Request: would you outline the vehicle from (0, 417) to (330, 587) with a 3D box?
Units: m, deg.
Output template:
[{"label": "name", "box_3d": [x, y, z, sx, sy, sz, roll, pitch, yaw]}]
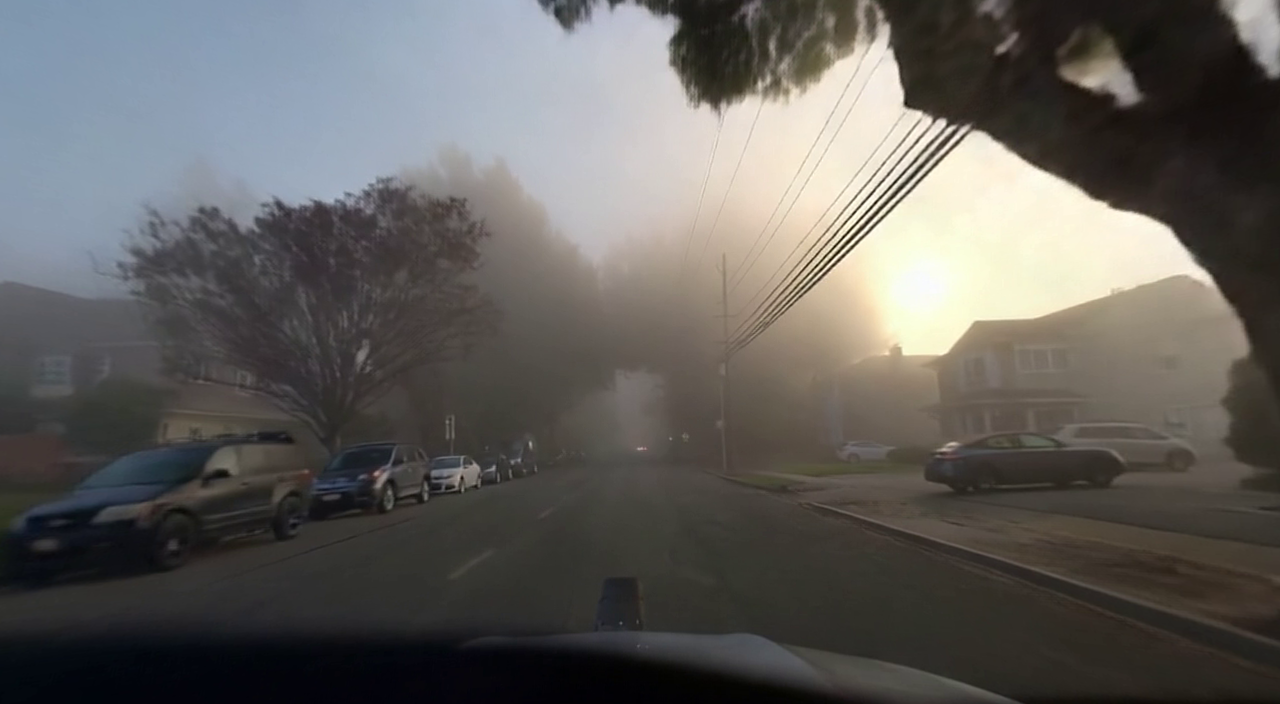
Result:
[{"label": "vehicle", "box_3d": [-6.645, 2.005, 9.212, 1.922, 1.801, 4.516, -2, -9, 0]}]

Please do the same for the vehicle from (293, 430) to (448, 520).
[{"label": "vehicle", "box_3d": [-6.478, 3.036, 15.899, 1.941, 1.832, 4.666, -2, -10, -1]}]

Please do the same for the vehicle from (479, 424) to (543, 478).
[{"label": "vehicle", "box_3d": [-7.009, 5.509, 35.100, 2.439, 2.724, 5.647, -1, -9, -1]}]

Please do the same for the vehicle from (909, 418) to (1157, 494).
[{"label": "vehicle", "box_3d": [9.819, 2.627, 16.097, 4.979, 1.769, 1.943, 0, -8, -1]}]

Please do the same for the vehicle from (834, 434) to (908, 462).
[{"label": "vehicle", "box_3d": [15.747, 6.619, 43.206, 4.275, 1.645, 1.874, -3, -11, 0]}]
